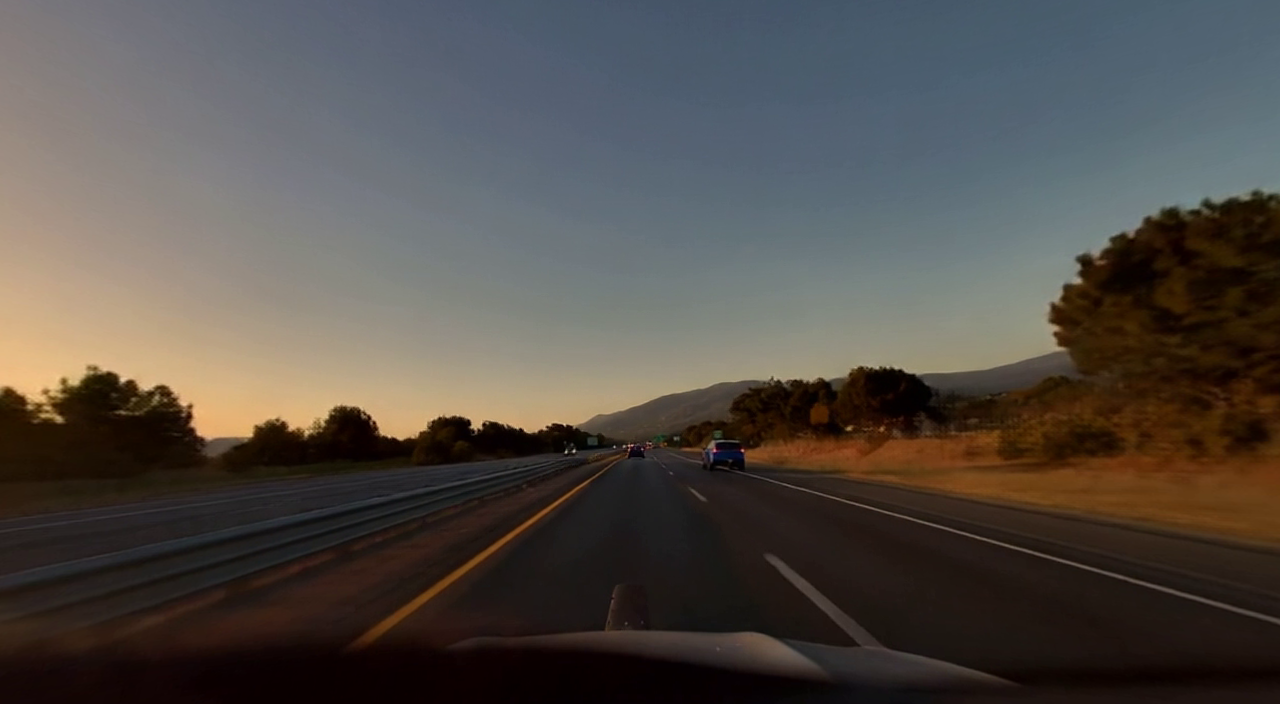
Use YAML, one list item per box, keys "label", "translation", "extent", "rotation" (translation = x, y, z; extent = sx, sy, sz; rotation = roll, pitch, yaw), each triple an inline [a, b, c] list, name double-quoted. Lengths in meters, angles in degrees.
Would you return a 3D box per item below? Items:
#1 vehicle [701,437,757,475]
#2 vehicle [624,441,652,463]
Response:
- label: "vehicle"
  translation: [4.047, 4.782, 29.226]
  extent: [2.037, 1.609, 4.036]
  rotation: [0, -8, 0]
- label: "vehicle"
  translation: [-0.141, 7.477, 47.003]
  extent: [2.009, 1.554, 4.013]
  rotation: [0, -8, 1]
